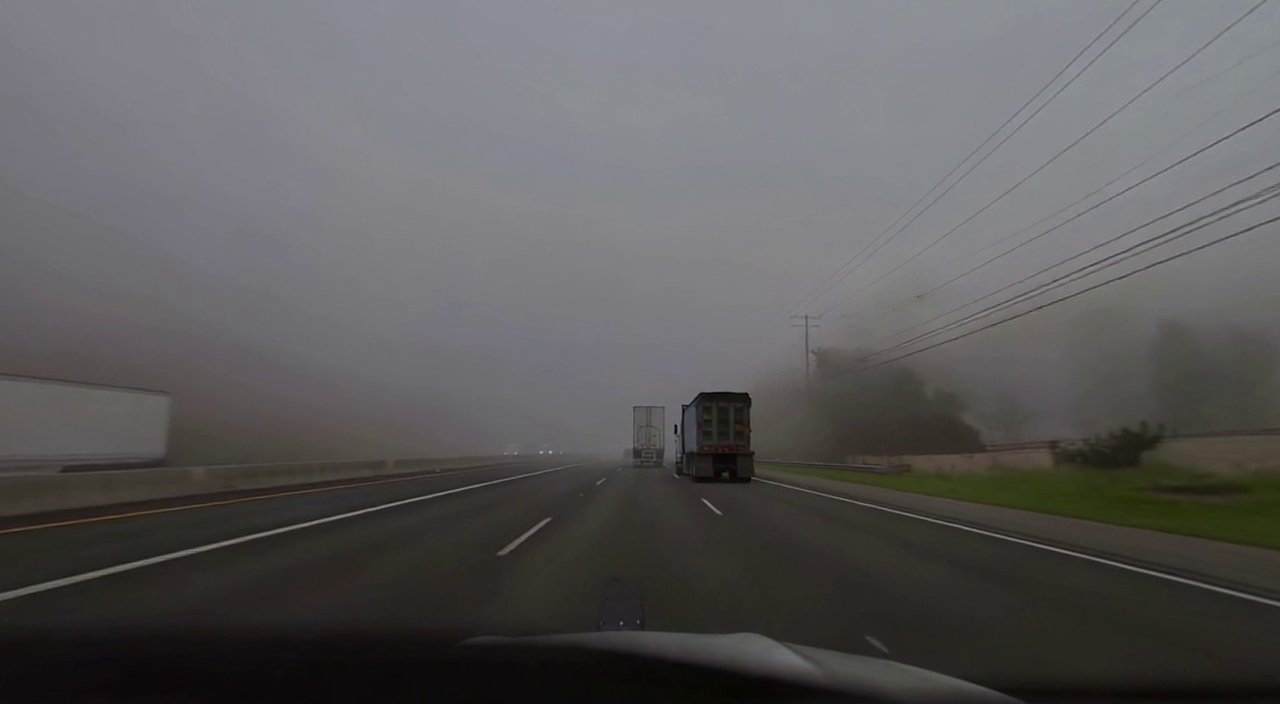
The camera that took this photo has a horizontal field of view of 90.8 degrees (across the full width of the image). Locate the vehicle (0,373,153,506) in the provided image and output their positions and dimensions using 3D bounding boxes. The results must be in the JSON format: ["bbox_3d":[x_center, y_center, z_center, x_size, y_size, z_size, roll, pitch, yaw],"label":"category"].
[{"bbox_3d":[-21.036,2.281,16.834,3.230,3.957,15.882,0,-9,1],"label":"vehicle"}]

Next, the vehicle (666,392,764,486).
[{"bbox_3d":[2.869,3.822,27.186,2.938,3.378,8.820,0,-9,-1],"label":"vehicle"}]

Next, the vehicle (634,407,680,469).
[{"bbox_3d":[1.065,6.746,48.415,2.997,4.076,13.224,0,-9,0],"label":"vehicle"}]
